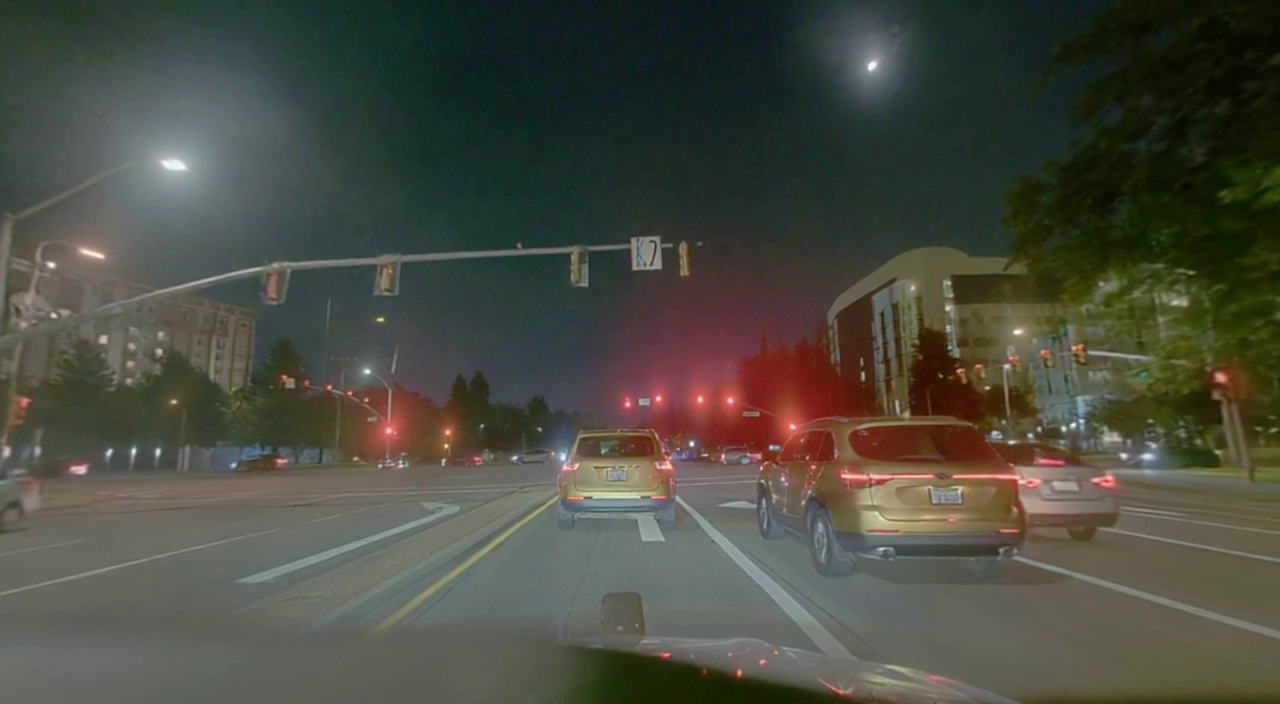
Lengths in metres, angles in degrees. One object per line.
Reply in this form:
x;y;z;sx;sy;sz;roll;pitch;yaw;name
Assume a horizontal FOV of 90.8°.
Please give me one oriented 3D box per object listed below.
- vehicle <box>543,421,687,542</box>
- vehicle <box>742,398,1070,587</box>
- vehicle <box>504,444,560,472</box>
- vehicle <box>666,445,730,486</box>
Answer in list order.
-0.404;2.163;11.130;2.039;1.698;4.144;0;-9;-2;vehicle
2.931;1.678;8.339;2.228;1.798;4.370;0;-9;-3;vehicle
-7.272;7.044;42.079;2.188;1.712;4.318;5;-10;-31;vehicle
2.193;4.435;25.086;1.900;1.459;4.260;0;-9;-4;vehicle
